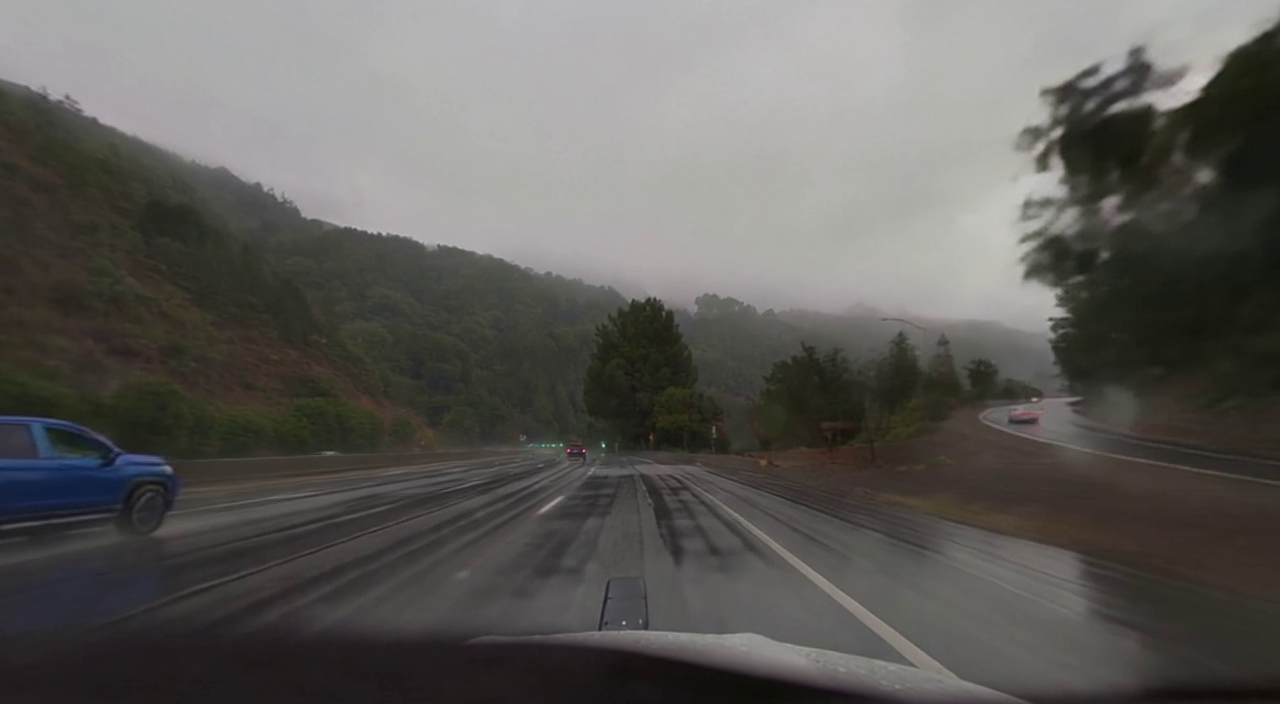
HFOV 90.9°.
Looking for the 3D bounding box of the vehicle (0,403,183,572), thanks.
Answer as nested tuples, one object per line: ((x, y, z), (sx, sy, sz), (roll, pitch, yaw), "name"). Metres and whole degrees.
((-7.551, 1.409, 6.638), (2.046, 1.712, 4.533), (0, -8, 0), "vehicle")
